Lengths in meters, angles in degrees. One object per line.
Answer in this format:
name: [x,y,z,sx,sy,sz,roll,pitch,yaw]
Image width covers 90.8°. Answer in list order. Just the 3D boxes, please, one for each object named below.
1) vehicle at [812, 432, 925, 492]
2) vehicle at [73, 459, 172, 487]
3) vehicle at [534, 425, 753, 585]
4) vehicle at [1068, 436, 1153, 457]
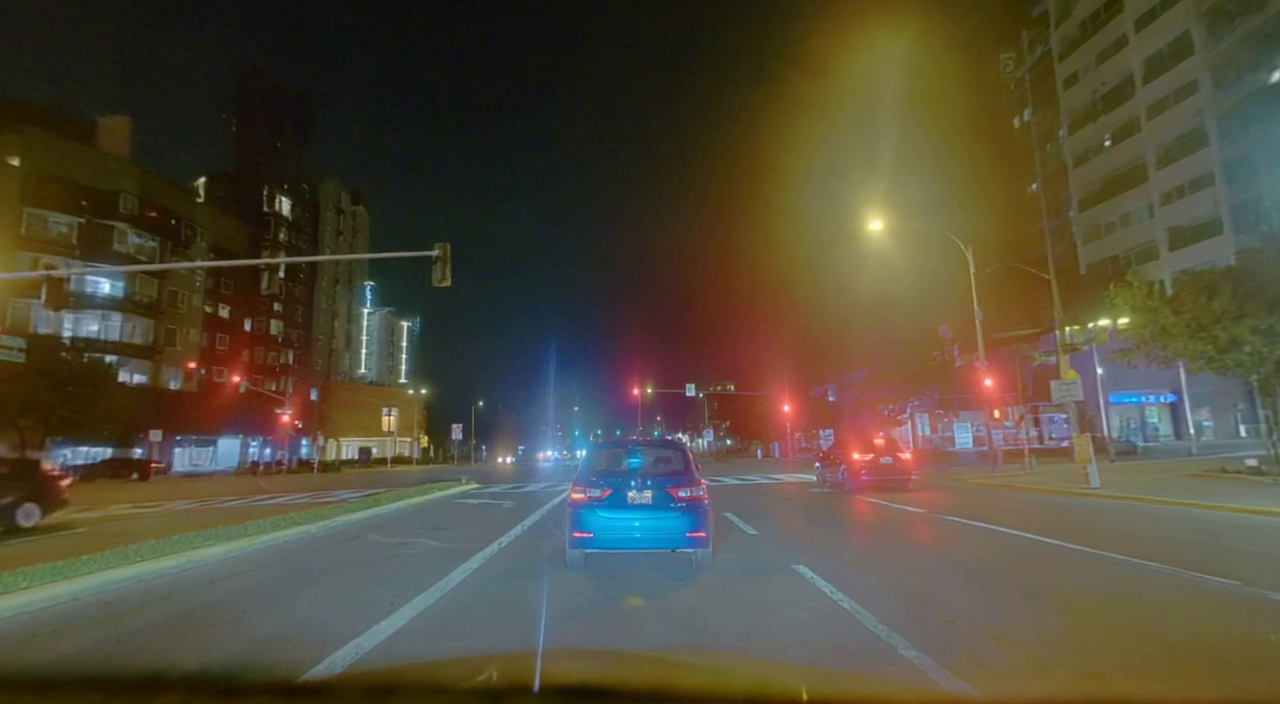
vehicle: [7.054,3.440,20.068,2.039,1.692,4.319,0,-8,1]
vehicle: [-32.399,7.551,39.637,4.401,1.625,1.863,0,-8,-4]
vehicle: [-0.024,1.764,8.151,2.070,1.488,4.206,0,-8,-2]
vehicle: [33.087,6.637,44.445,4.563,1.454,2.056,1,-9,-8]
